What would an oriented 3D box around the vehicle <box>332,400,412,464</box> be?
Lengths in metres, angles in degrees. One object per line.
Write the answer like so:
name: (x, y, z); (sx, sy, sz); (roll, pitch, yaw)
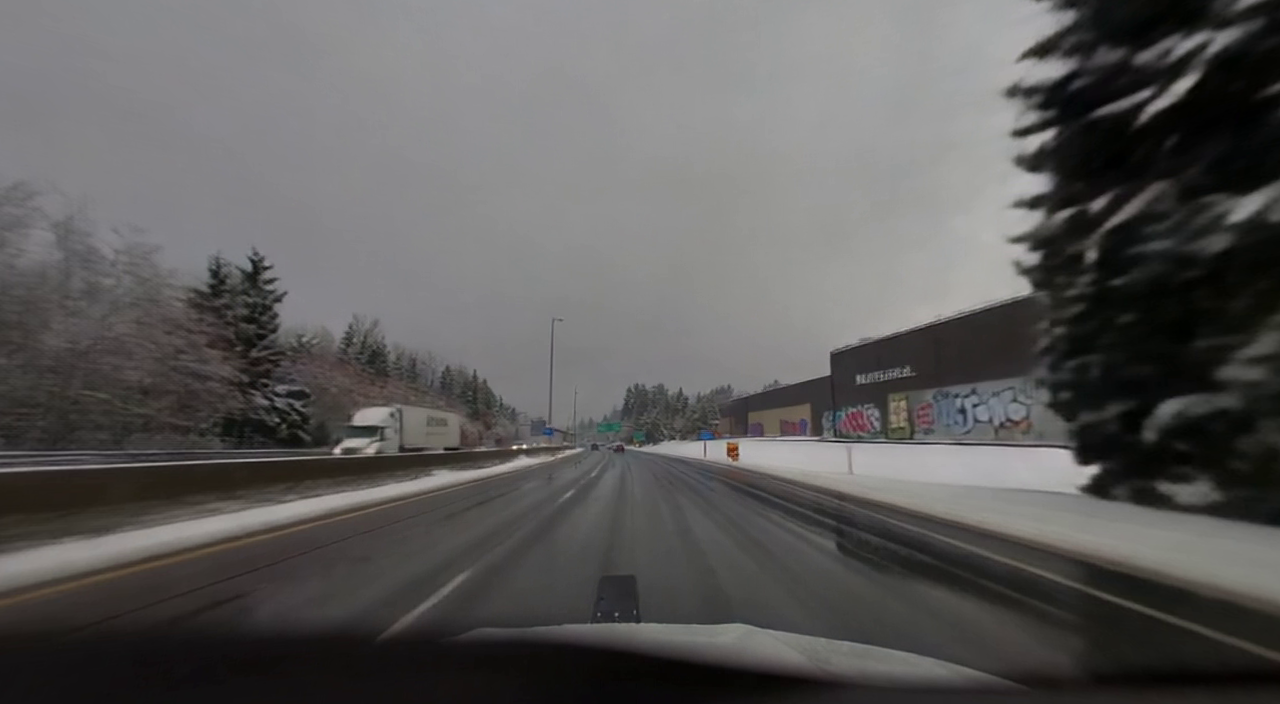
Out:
vehicle: (-17.604, 5.330, 41.690); (3.414, 3.999, 3.950); (0, -8, 0)
